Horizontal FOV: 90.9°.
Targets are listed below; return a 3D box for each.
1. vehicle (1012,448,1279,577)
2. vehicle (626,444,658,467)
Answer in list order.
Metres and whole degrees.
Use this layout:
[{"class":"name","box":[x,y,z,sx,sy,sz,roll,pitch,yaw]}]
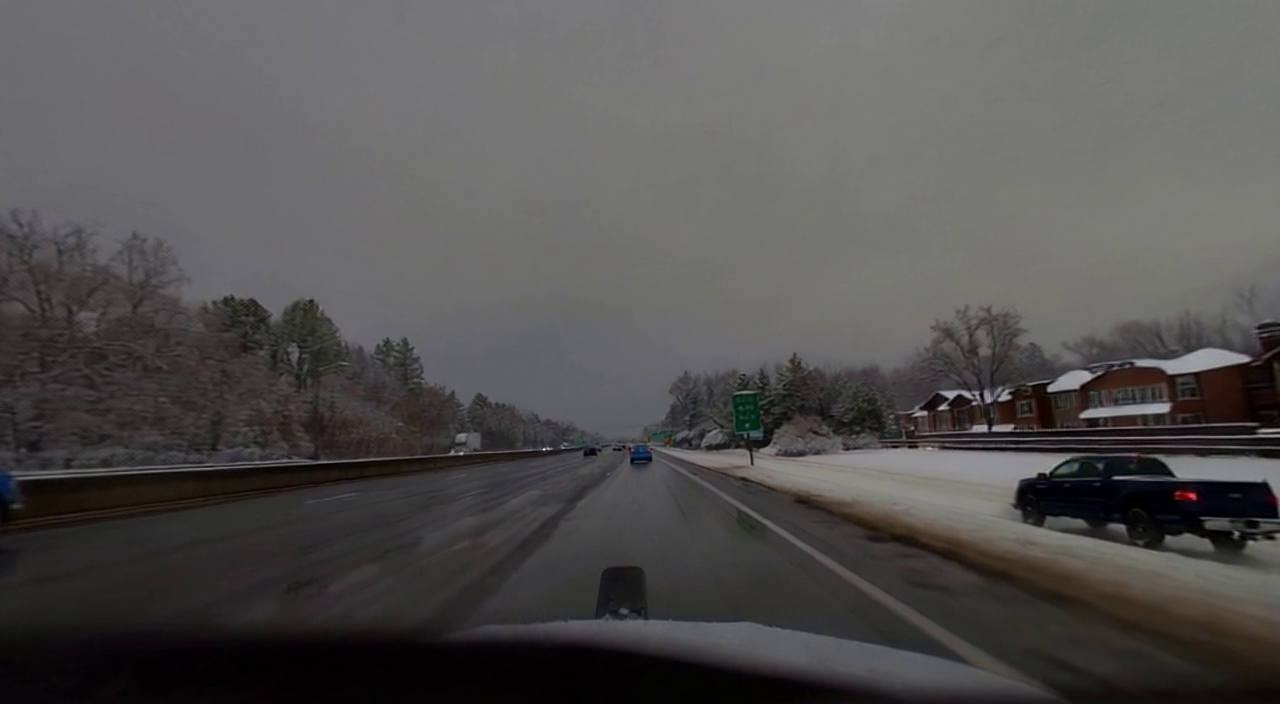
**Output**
[{"class":"vehicle","box":[11.054,3.026,13.137,2.599,1.962,5.759,1,-8,-7]},{"class":"vehicle","box":[0.144,6.990,42.958,2.051,1.443,3.770,0,-8,0]}]
